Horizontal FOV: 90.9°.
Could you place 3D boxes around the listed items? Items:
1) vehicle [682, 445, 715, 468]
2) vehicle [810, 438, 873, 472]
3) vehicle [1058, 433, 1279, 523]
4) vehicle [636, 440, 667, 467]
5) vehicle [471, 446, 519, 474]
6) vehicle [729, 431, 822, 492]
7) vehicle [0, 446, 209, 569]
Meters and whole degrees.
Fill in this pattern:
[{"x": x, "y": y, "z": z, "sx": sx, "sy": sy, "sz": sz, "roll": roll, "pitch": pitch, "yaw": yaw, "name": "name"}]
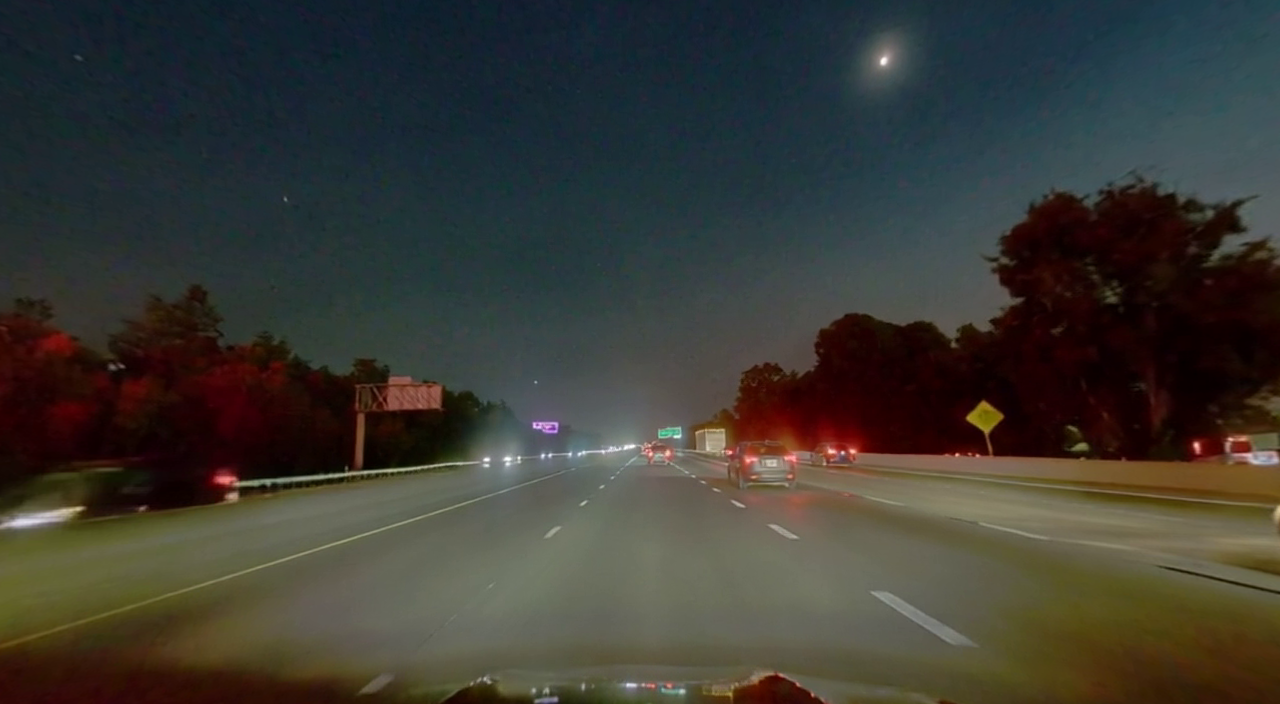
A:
[{"x": 4.175, "y": 7.486, "z": 45.473, "sx": 1.902, "sy": 1.532, "sz": 4.181, "roll": 0, "pitch": -8, "yaw": -1, "name": "vehicle"}, {"x": 11.395, "y": 5.839, "z": 36.032, "sx": 2.028, "sy": 1.801, "sz": 4.503, "roll": 0, "pitch": -8, "yaw": -1, "name": "vehicle"}, {"x": 11.520, "y": 2.527, "z": 13.357, "sx": 1.941, "sy": 1.539, "sz": 4.834, "roll": 0, "pitch": -8, "yaw": -1, "name": "vehicle"}, {"x": 0.809, "y": 7.354, "z": 45.768, "sx": 2.145, "sy": 1.832, "sz": 4.004, "roll": 0, "pitch": -8, "yaw": 0, "name": "vehicle"}, {"x": -9.653, "y": 7.239, "z": 42.446, "sx": 2.075, "sy": 1.703, "sz": 4.506, "roll": -1, "pitch": -8, "yaw": 1, "name": "vehicle"}, {"x": 4.497, "y": 3.705, "z": 21.793, "sx": 2.075, "sy": 1.845, "sz": 4.667, "roll": 0, "pitch": -8, "yaw": -1, "name": "vehicle"}, {"x": -10.129, "y": 2.521, "z": 10.970, "sx": 2.065, "sy": 1.709, "sz": 4.466, "roll": -1, "pitch": -8, "yaw": 1, "name": "vehicle"}]
